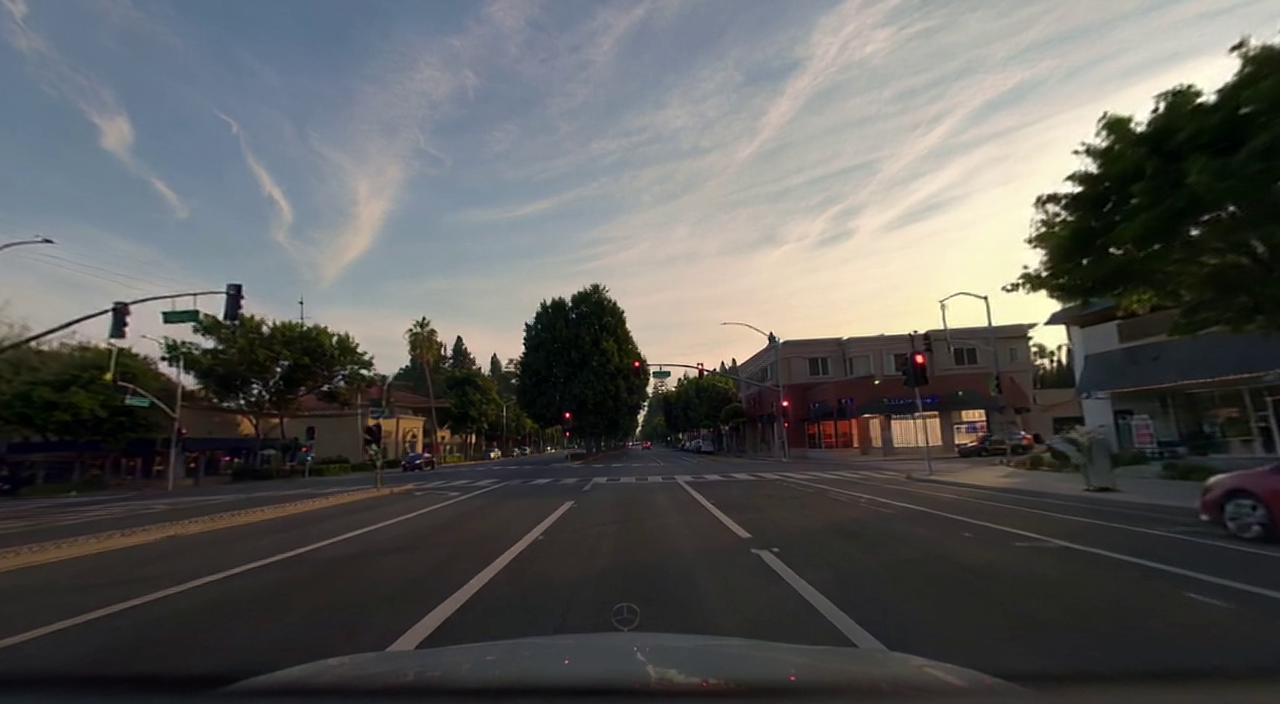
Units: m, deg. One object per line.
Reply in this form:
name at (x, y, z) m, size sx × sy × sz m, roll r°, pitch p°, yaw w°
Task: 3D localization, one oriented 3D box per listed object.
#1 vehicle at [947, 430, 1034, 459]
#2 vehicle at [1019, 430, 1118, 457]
vehicle at (22.019, 5.853, 39.787) m, size 4.323 × 1.746 × 1.872 m, roll 0°, pitch -9°, yaw -3°
vehicle at (27.240, 5.843, 40.261) m, size 4.910 × 1.644 × 2.032 m, roll 0°, pitch -9°, yaw -5°
